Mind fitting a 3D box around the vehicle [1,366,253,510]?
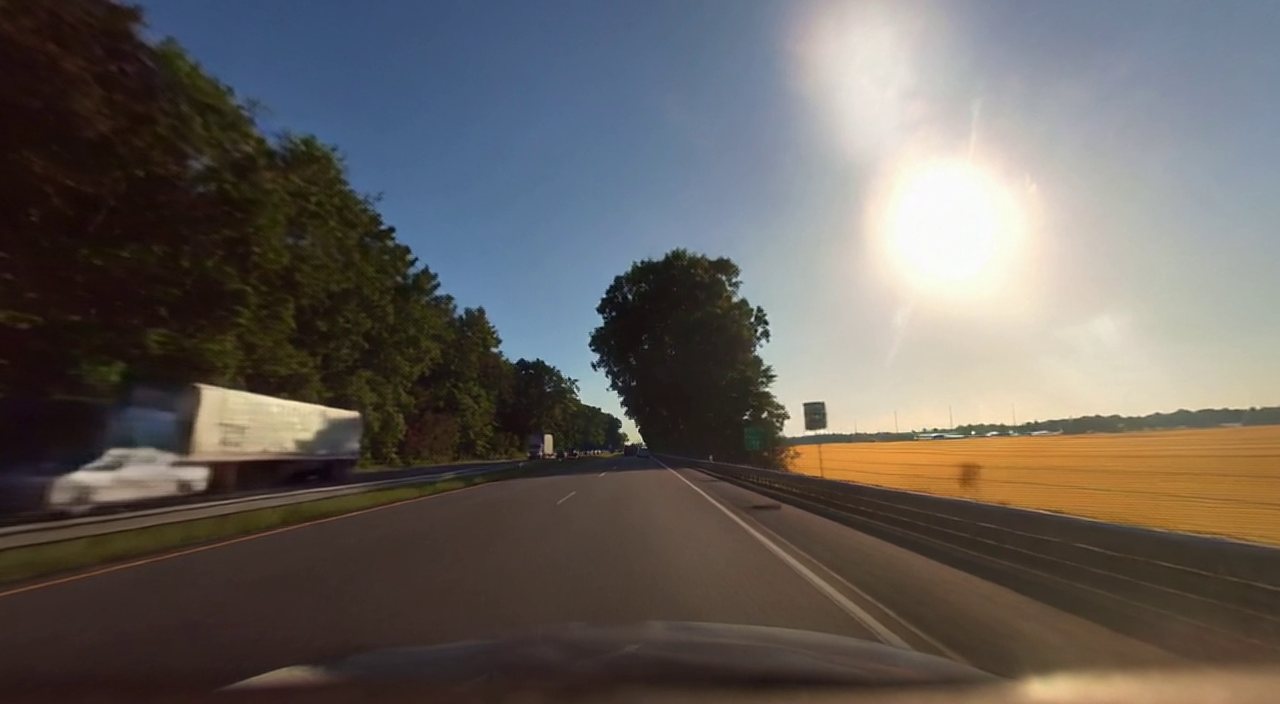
[{"bbox_3d":[-15.788,2.769,20.199,2.956,3.925,5.821,0,-9,-1],"label":"vehicle"}]
